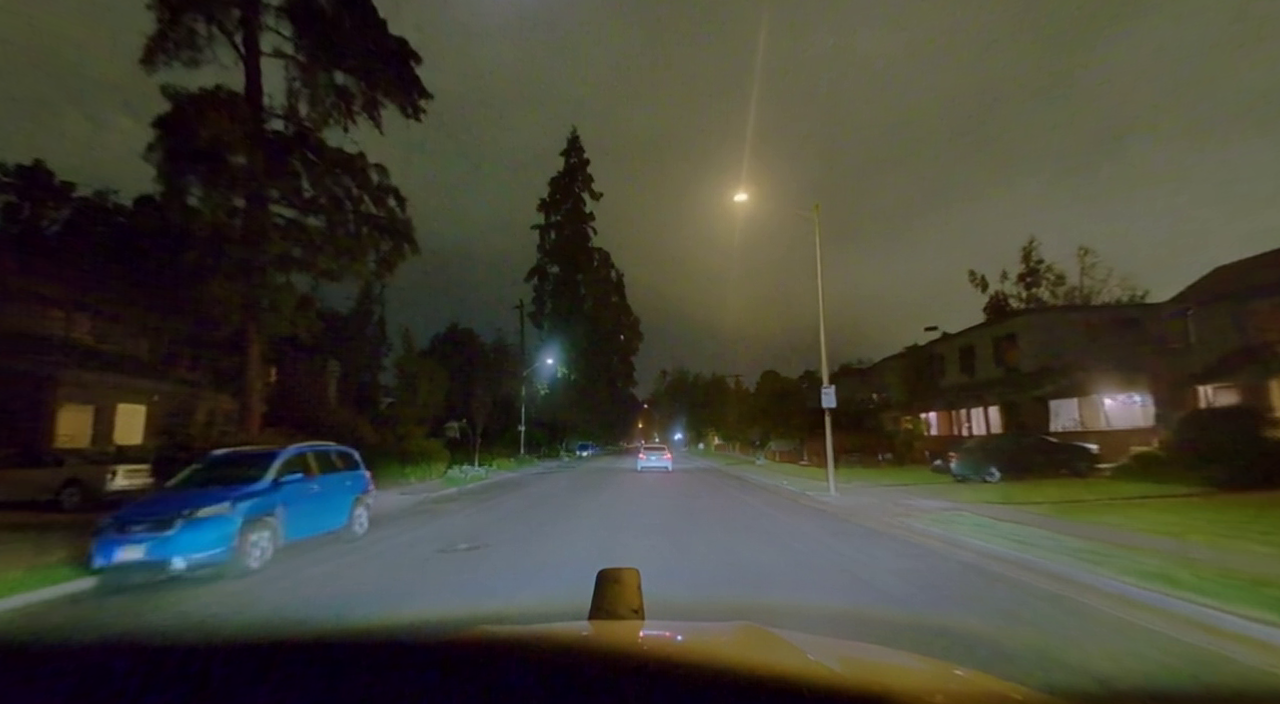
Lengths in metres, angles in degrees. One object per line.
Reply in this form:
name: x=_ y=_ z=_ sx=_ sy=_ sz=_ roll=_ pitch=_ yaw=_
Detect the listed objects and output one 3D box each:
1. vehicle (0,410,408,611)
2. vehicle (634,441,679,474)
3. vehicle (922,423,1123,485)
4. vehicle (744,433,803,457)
vehicle: x=-5.140 y=1.866 z=8.558 sx=2.126 sy=1.816 sz=4.796 roll=-3 pitch=-8 yaw=1
vehicle: x=0.725 y=4.967 z=29.957 sx=2.000 sy=1.449 sz=4.006 roll=0 pitch=-9 yaw=0
vehicle: x=11.080 y=2.988 z=18.555 sx=4.592 sy=1.489 sz=1.919 roll=-3 pitch=-8 yaw=-1
vehicle: x=10.073 y=7.051 z=47.747 sx=4.009 sy=1.747 sz=1.839 roll=-1 pitch=-9 yaw=0
